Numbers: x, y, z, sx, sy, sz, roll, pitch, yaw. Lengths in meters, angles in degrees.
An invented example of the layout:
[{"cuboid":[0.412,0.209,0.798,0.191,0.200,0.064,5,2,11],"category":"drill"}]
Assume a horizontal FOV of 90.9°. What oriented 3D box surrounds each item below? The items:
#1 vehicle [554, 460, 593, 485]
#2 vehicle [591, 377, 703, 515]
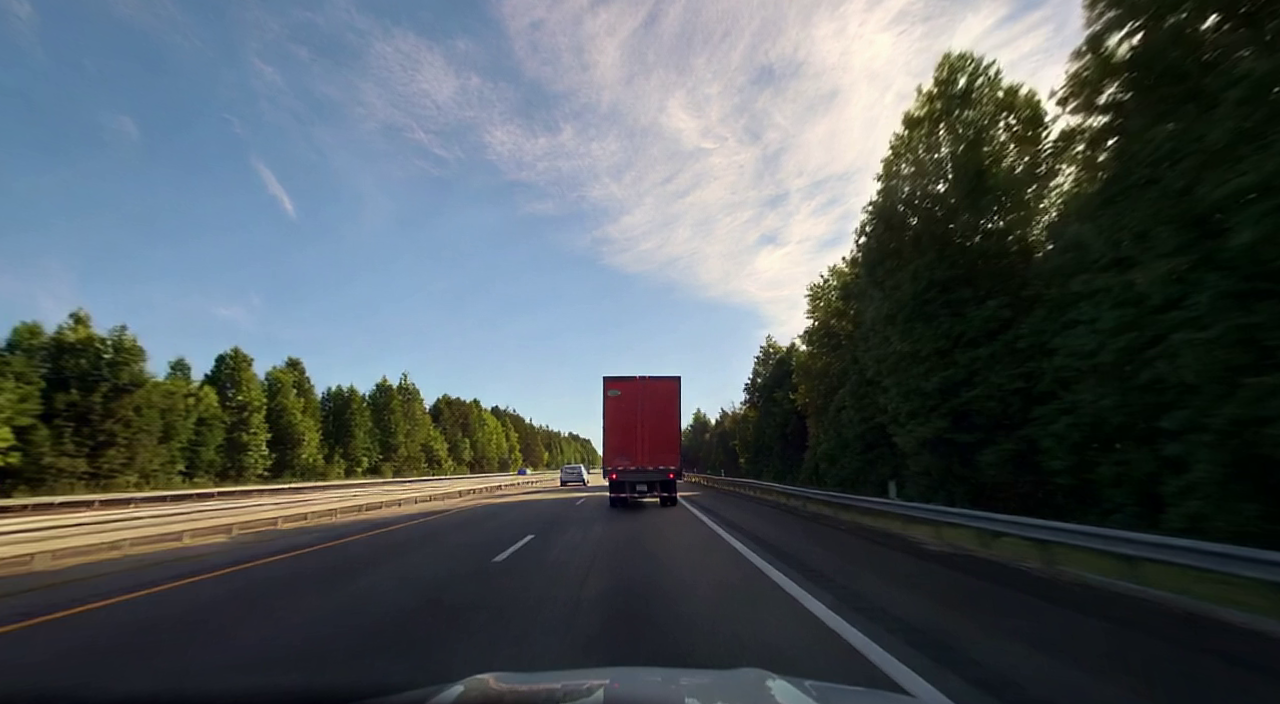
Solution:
[{"cuboid":[-4.492,8.266,43.257,2.104,1.536,4.599,1,-10,0],"category":"vehicle"},{"cuboid":[0.045,3.397,21.904,3.008,3.678,9.512,1,-10,-2],"category":"vehicle"}]
